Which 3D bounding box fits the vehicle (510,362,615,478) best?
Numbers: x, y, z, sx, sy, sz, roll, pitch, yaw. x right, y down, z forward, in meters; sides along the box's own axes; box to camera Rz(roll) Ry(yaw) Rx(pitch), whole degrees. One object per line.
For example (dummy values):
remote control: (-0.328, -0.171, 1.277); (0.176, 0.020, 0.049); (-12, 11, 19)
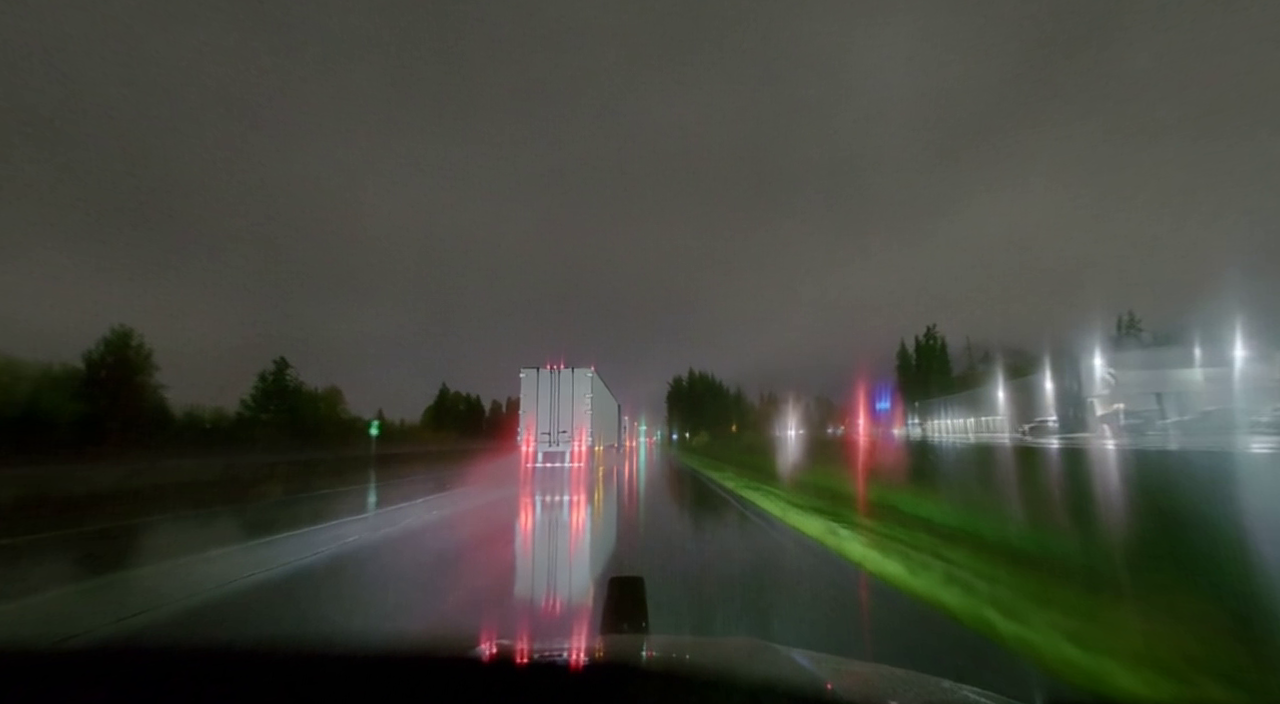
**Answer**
vehicle: (-2.987, 3.388, 29.228); (2.947, 4.051, 14.256); (0, -8, 1)
